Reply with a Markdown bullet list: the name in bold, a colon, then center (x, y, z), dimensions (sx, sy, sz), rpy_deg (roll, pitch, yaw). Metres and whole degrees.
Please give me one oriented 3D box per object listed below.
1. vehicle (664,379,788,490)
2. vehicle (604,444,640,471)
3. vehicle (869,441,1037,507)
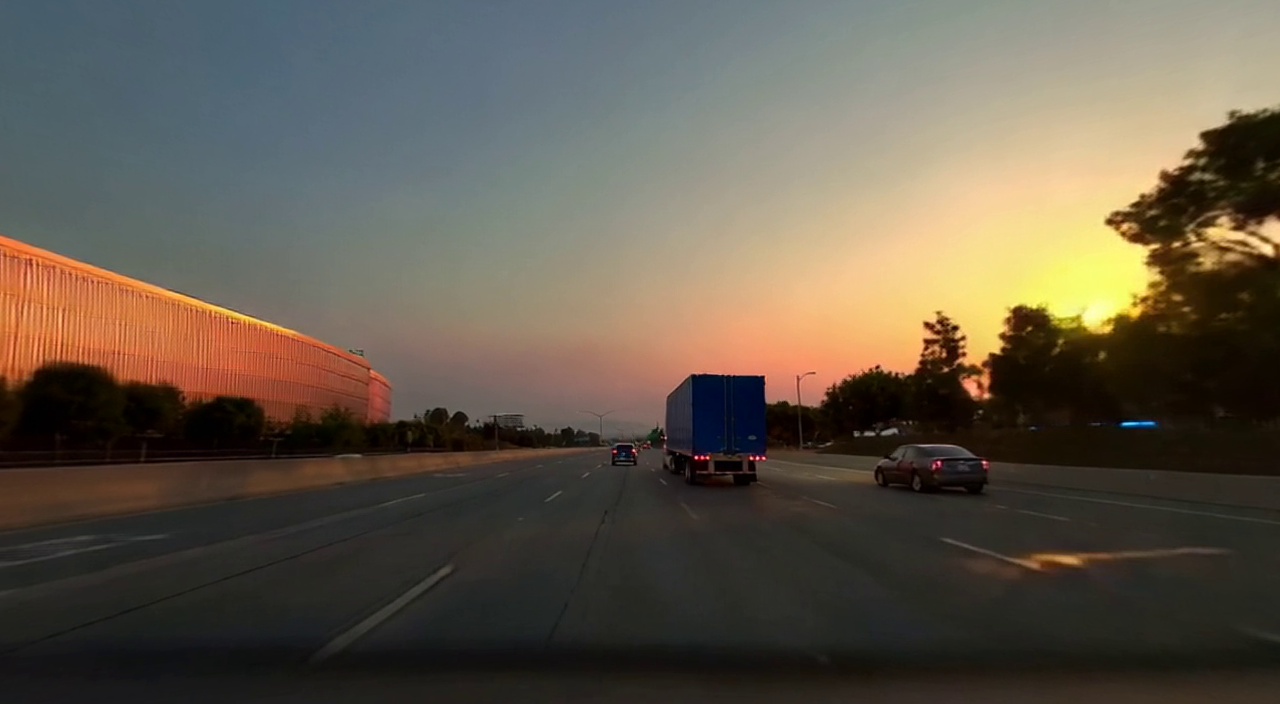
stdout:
- **vehicle**: center (2.785, 3.286, 24.557), dimensions (2.934, 3.325, 10.986), rpy_deg (0, -9, -2)
- **vehicle**: center (-0.964, 5.865, 35.444), dimensions (1.929, 1.395, 3.999), rpy_deg (0, -9, -1)
- **vehicle**: center (8.055, 3.150, 16.877), dimensions (2.105, 1.494, 4.537), rpy_deg (0, -9, -1)
